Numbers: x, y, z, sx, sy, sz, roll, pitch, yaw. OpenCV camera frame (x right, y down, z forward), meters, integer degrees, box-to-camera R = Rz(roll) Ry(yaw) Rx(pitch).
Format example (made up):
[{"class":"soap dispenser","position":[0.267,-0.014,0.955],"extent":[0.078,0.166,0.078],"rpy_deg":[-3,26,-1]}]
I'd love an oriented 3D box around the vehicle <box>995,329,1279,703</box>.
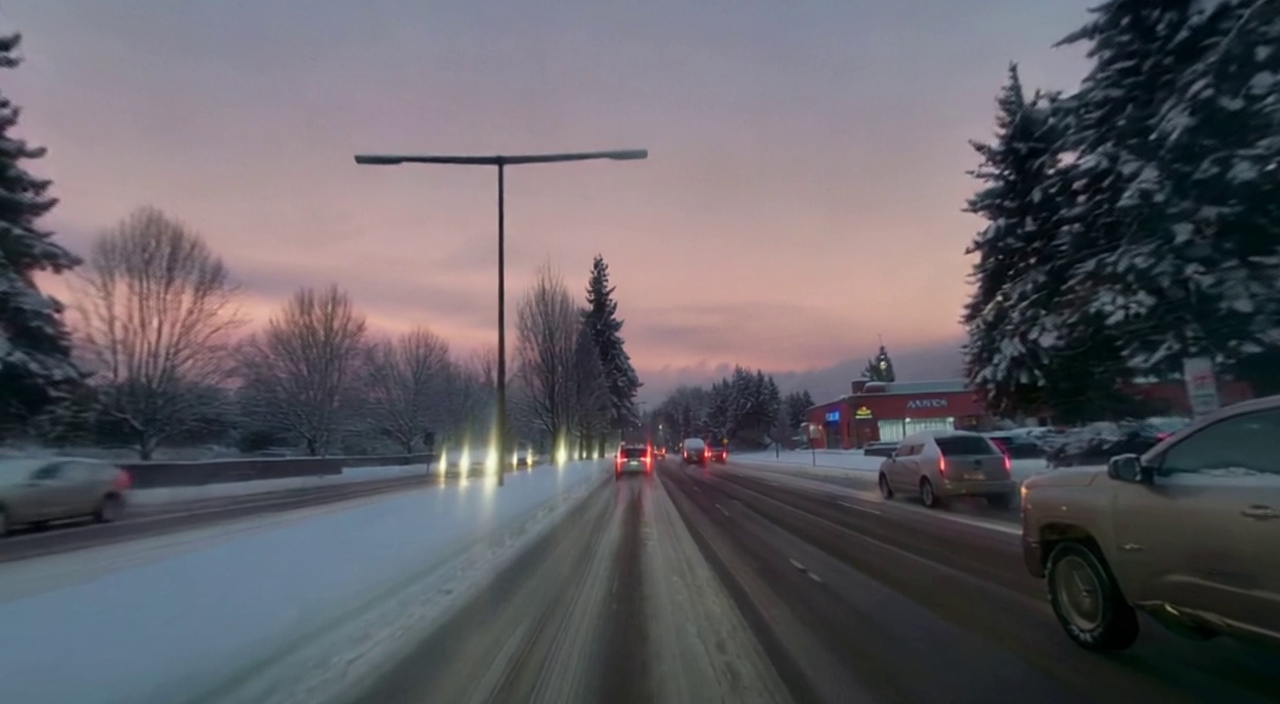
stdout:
[{"class":"vehicle","position":[3.554,0.744,2.068],"extent":[2.090,1.763,4.560],"rpy_deg":[0,-9,0]}]

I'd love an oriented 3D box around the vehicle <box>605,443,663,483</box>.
[{"class":"vehicle","position":[-0.218,4.761,27.216],"extent":[2.315,1.563,4.080],"rpy_deg":[0,-9,0]}]

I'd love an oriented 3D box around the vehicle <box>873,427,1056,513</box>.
[{"class":"vehicle","position":[7.614,2.796,15.368],"extent":[2.090,1.768,4.407],"rpy_deg":[0,-9,0]}]

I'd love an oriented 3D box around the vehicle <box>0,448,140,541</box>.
[{"class":"vehicle","position":[-12.517,2.661,11.889],"extent":[2.110,1.632,4.730],"rpy_deg":[0,-9,1]}]

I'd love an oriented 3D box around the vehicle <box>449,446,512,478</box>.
[{"class":"vehicle","position":[-8.597,5.933,34.220],"extent":[2.082,1.588,4.710],"rpy_deg":[0,-9,2]}]

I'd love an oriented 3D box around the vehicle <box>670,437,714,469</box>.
[{"class":"vehicle","position":[3.688,7.318,45.531],"extent":[2.716,2.131,5.766],"rpy_deg":[0,-9,0]}]
